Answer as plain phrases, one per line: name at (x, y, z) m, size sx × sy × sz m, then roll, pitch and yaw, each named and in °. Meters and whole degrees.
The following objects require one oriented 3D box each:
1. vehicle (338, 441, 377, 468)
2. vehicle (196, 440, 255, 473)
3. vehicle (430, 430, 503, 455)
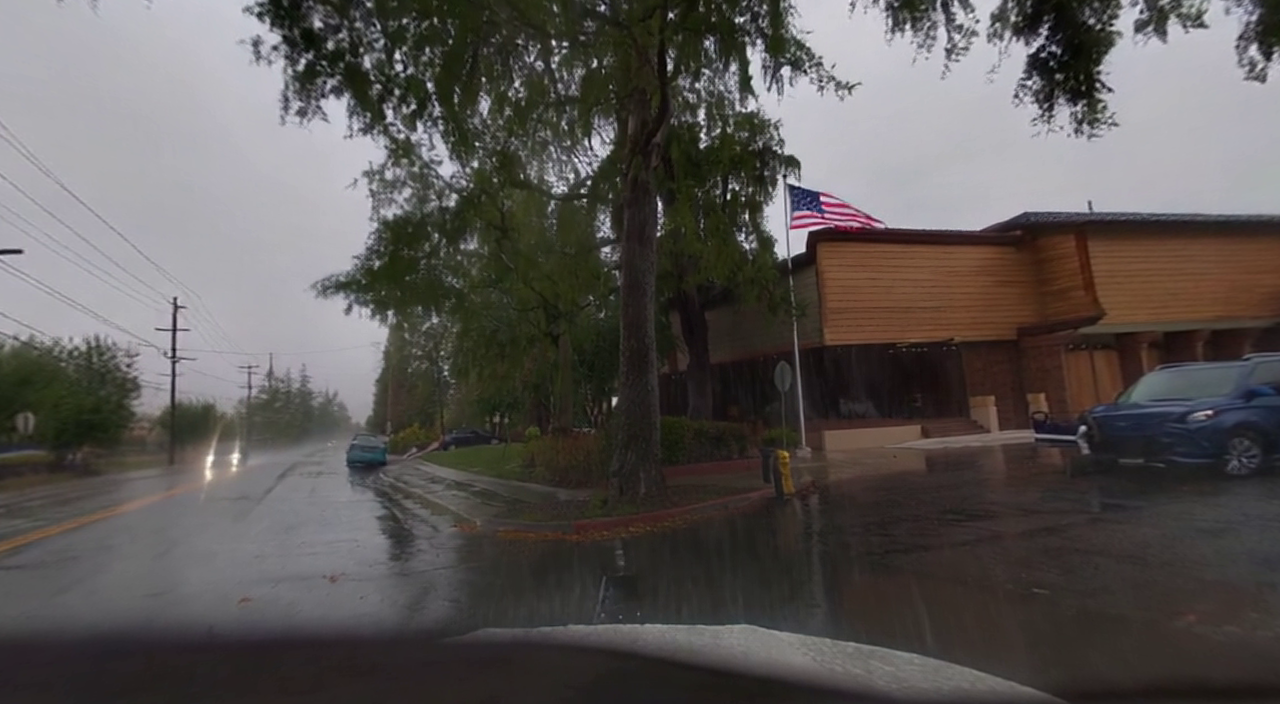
vehicle at (-16.815, 6.067, 37.486) m, size 1.941 × 1.460 × 4.206 m, roll 4°, pitch -10°, yaw -25°
vehicle at (-24.042, 6.056, 36.813) m, size 2.086 × 1.798 × 4.511 m, roll 4°, pitch -9°, yaw -24°
vehicle at (-12.558, 6.537, 45.651) m, size 4.767 × 1.735 × 1.920 m, roll 4°, pitch -10°, yaw -26°
